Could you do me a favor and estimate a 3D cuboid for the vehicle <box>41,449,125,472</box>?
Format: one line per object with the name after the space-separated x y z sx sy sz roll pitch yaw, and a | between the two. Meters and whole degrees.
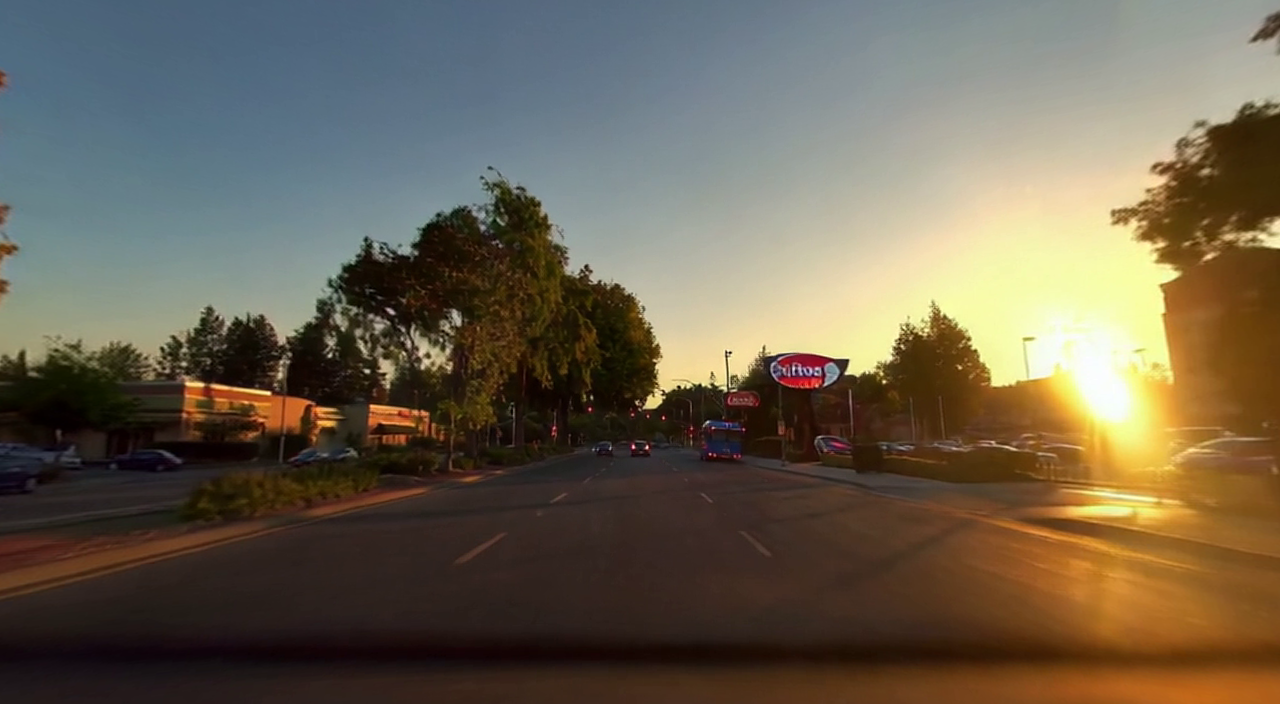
-36.578 7.127 41.425 4.232 1.477 1.772 -2 -9 11 | vehicle

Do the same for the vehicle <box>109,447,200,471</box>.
-31.304 6.895 40.702 4.566 1.484 2.051 -2 -9 12 | vehicle

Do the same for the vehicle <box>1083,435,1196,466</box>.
28.740 5.698 36.479 4.589 1.524 1.999 -6 -7 21 | vehicle

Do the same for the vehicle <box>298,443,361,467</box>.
-22.871 7.603 46.662 1.936 1.654 4.857 -1 -8 4 | vehicle

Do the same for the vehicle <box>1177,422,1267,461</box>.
40.204 6.173 43.509 6.741 2.278 2.778 2 -9 -34 | vehicle

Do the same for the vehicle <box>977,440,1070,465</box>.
23.965 6.281 39.482 4.744 1.481 1.855 -6 -10 34 | vehicle

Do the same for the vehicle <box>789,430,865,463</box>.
13.656 6.844 45.896 5.354 2.214 2.504 6 -11 -38 | vehicle

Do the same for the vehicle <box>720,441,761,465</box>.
6.680 6.742 42.283 1.980 1.473 4.537 0 -8 0 | vehicle
